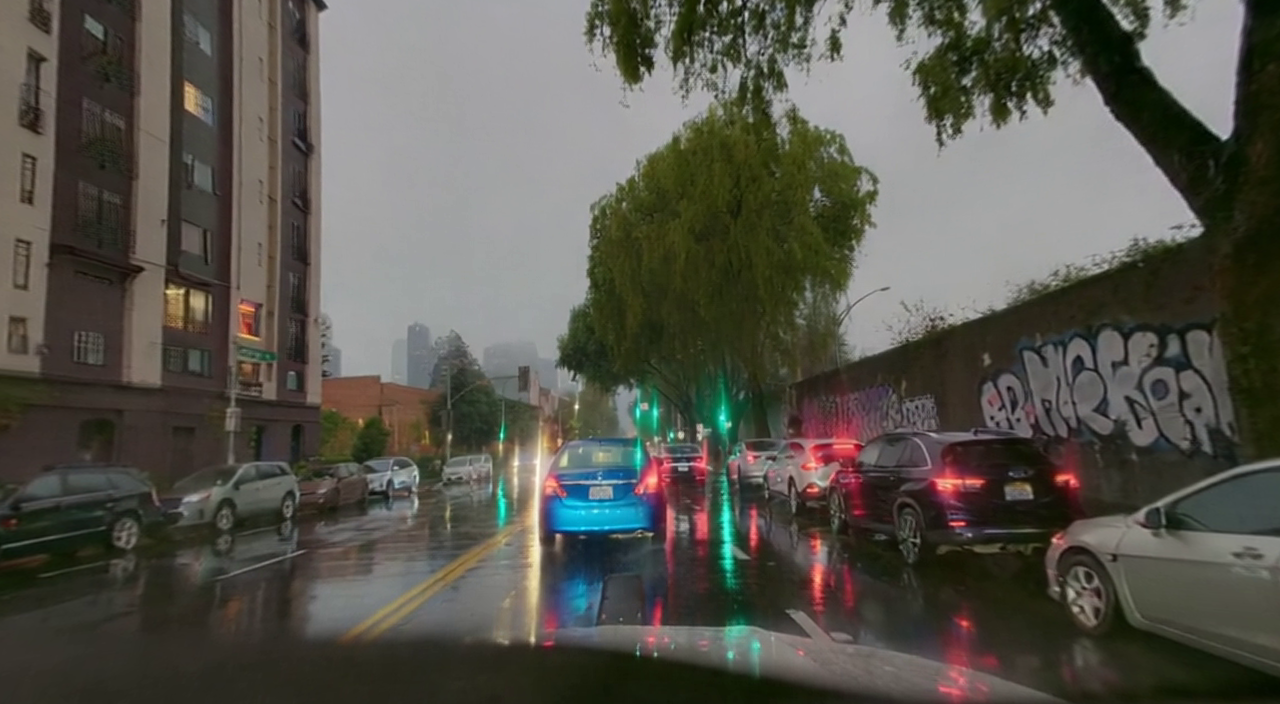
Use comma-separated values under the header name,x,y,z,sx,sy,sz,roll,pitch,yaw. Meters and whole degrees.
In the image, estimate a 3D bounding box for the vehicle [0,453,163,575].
name,x,y,z,sx,sy,sz,roll,pitch,yaw
vehicle,-10.824,2.738,10.690,1.988,1.781,4.827,-5,-8,-3

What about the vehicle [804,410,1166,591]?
name,x,y,z,sx,sy,sz,roll,pitch,yaw
vehicle,4.194,1.879,9.078,2.097,1.811,5.230,0,-8,-2

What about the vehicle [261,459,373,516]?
name,x,y,z,sx,sy,sz,roll,pitch,yaw
vehicle,-11.013,4.602,21.888,1.741,1.506,4.370,-4,-8,-2

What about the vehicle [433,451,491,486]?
name,x,y,z,sx,sy,sz,roll,pitch,yaw
vehicle,-10.930,7.147,39.199,2.199,1.717,4.888,-6,-8,-2

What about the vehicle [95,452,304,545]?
name,x,y,z,sx,sy,sz,roll,pitch,yaw
vehicle,-10.942,3.588,16.211,2.276,1.741,4.439,-6,-8,-1

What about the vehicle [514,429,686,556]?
name,x,y,z,sx,sy,sz,roll,pitch,yaw
vehicle,-0.521,2.096,10.203,2.166,1.579,4.300,0,-8,0

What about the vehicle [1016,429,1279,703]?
name,x,y,z,sx,sy,sz,roll,pitch,yaw
vehicle,4.195,1.179,3.064,1.955,1.535,4.266,2,-8,-3

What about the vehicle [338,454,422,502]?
name,x,y,z,sx,sy,sz,roll,pitch,yaw
vehicle,-11.058,5.340,27.178,1.822,1.639,4.144,-7,-8,0
